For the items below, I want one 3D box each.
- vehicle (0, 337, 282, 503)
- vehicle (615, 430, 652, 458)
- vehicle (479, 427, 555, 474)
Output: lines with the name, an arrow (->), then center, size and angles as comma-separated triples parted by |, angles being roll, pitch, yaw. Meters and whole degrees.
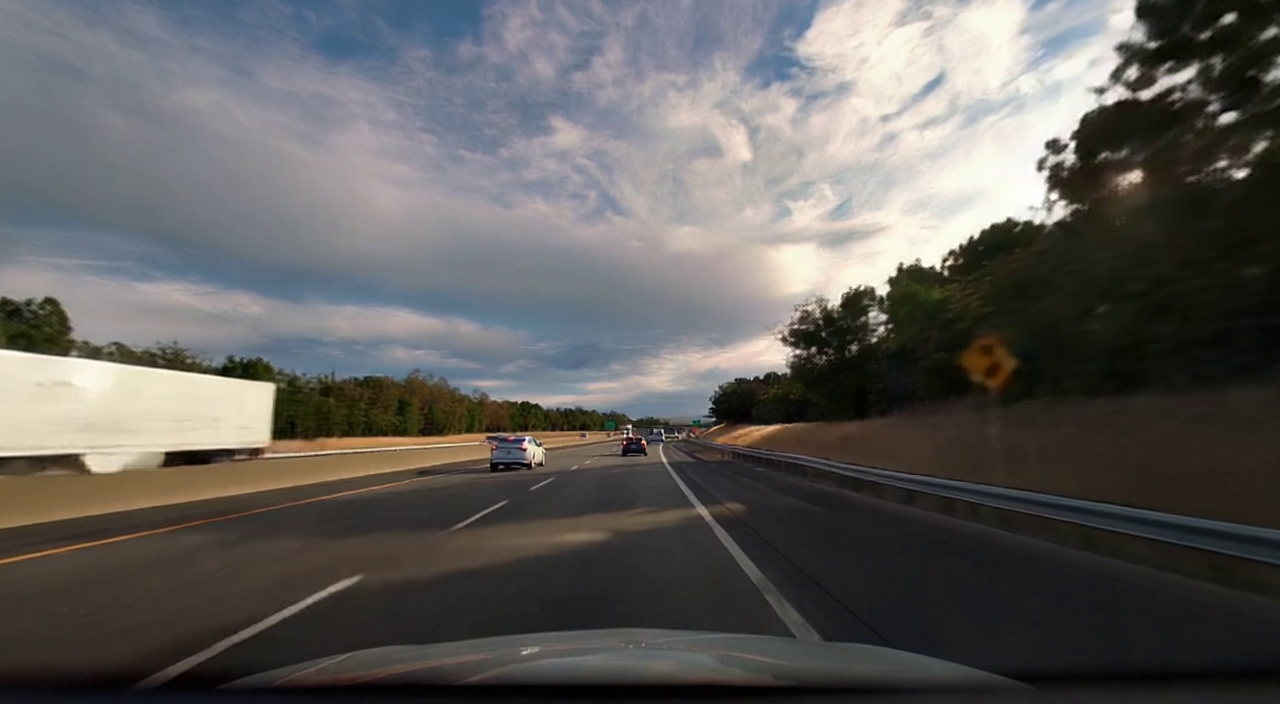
vehicle -> -17.564, 2.396, 20.560 | 3.215, 4.104, 14.389 | -1, -8, 0
vehicle -> -0.413, 5.758, 39.430 | 2.146, 1.636, 4.026 | 0, -8, -1
vehicle -> -4.709, 3.852, 24.803 | 2.075, 1.653, 4.317 | -1, -8, 1
